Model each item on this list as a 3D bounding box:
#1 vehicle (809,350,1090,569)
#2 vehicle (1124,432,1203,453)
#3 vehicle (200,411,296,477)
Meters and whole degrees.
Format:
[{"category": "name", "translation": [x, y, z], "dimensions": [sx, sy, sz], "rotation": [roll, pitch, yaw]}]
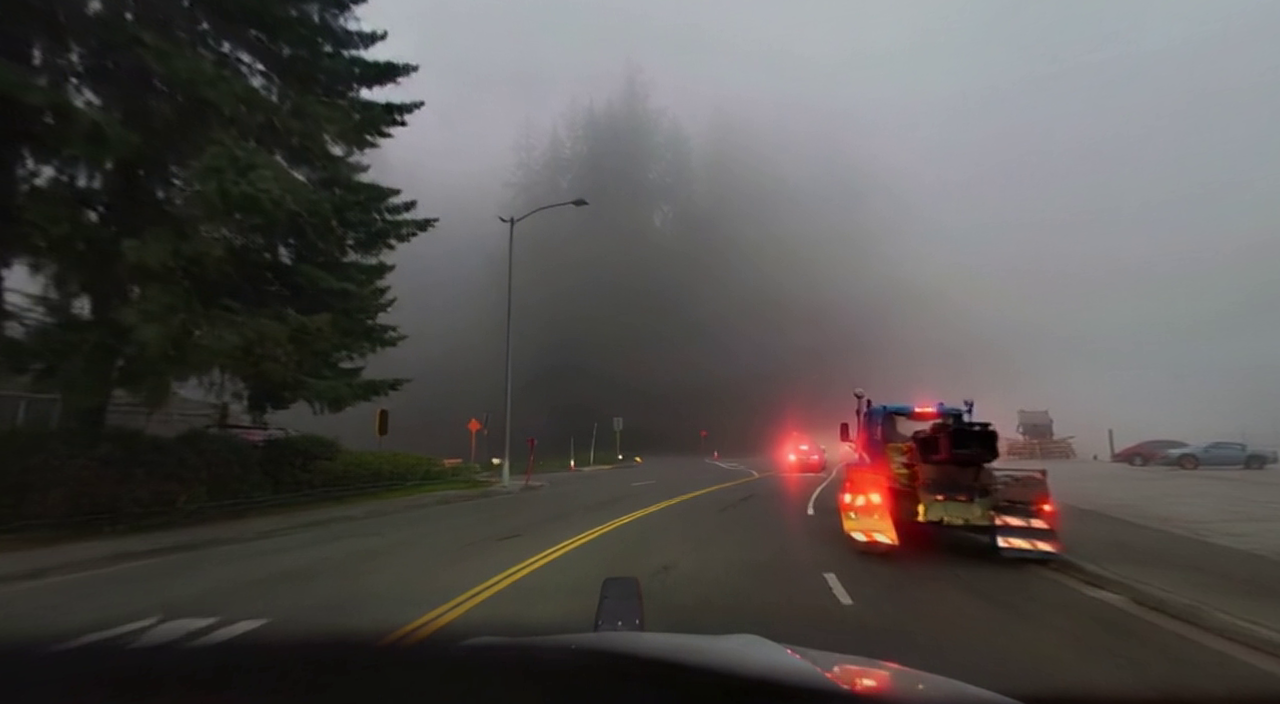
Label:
[{"category": "vehicle", "translation": [4.708, 1.705, 11.255], "dimensions": [3.098, 2.601, 6.758], "rotation": [-3, -7, 15]}, {"category": "vehicle", "translation": [39.304, 6.837, 47.530], "dimensions": [1.714, 1.472, 4.117], "rotation": [4, -9, -22]}, {"category": "vehicle", "translation": [-15.489, 3.660, 25.107], "dimensions": [2.665, 2.465, 1.532], "rotation": [4, -8, -14]}]
